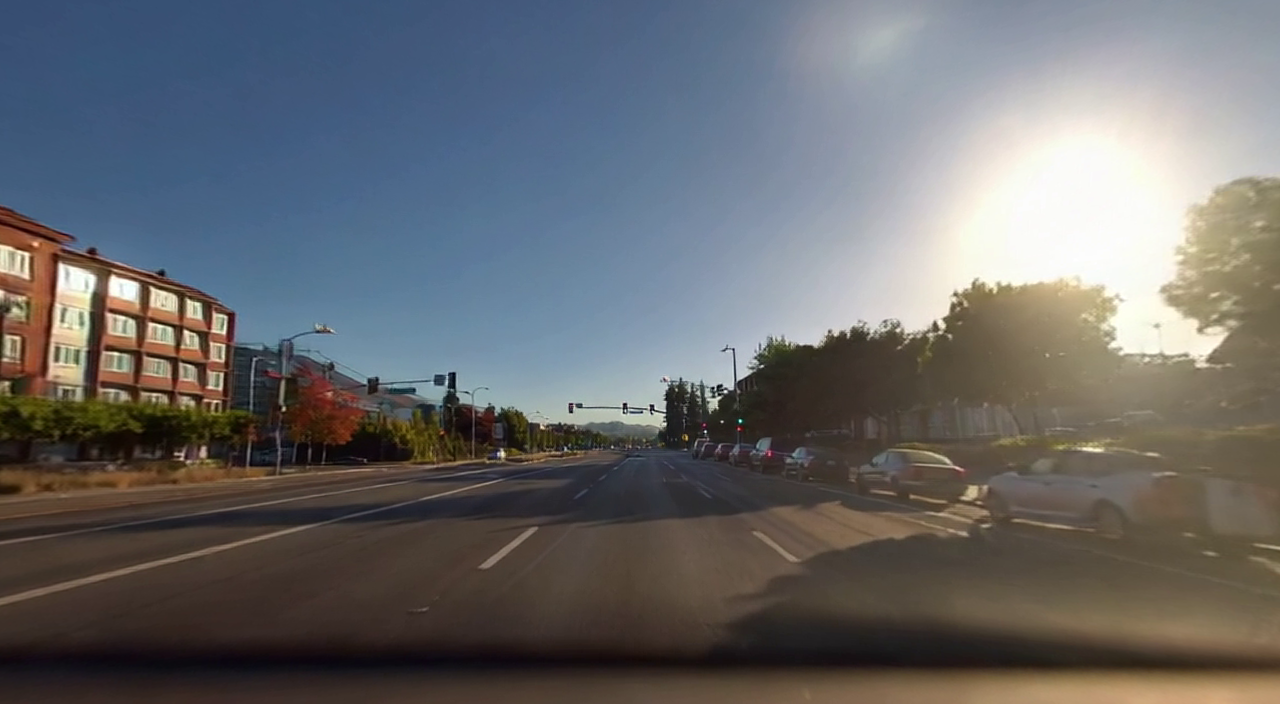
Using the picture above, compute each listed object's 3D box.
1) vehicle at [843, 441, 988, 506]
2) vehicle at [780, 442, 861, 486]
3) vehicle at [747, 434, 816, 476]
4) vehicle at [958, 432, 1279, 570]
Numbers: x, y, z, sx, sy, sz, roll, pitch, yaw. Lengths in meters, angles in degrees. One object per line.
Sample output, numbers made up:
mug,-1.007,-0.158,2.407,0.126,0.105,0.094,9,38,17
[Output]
vehicle,7.033,3.134,16.633,1.864,1.466,4.352,0,-9,0
vehicle,6.867,4.303,24.443,1.863,1.512,4.525,0,-9,1
vehicle,6.800,5.042,30.839,2.169,1.876,4.931,0,-9,-1
vehicle,6.924,2.023,9.440,1.884,1.523,4.746,0,-9,2
